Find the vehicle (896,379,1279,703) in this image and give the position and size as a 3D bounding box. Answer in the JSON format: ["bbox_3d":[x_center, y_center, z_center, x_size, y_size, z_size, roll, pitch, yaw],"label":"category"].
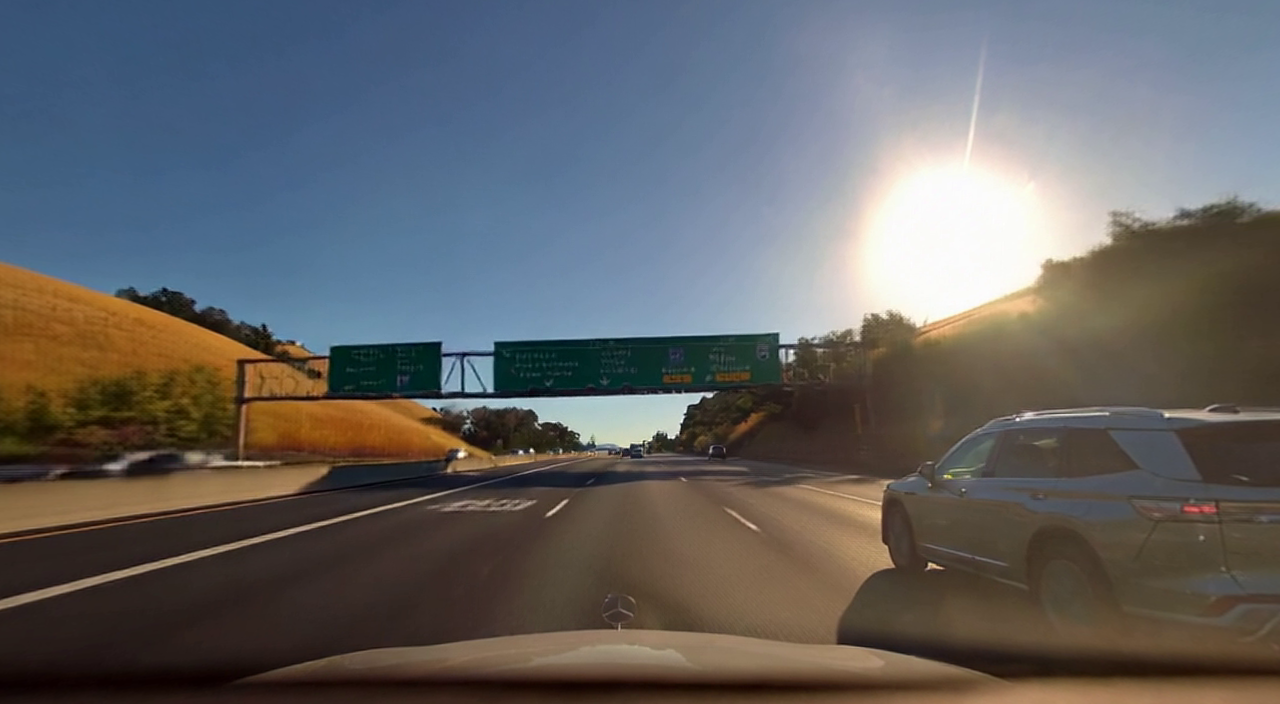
[{"bbox_3d":[3.466,1.223,4.085,1.784,1.733,4.141,0,-9,0],"label":"vehicle"}]

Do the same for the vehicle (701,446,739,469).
[{"bbox_3d":[5.963,7.913,47.185,2.006,1.652,4.417,0,-9,-3],"label":"vehicle"}]

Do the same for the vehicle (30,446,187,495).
[{"bbox_3d":[-18.761,4.162,22.445,1.667,1.535,4.471,0,-9,1],"label":"vehicle"}]
